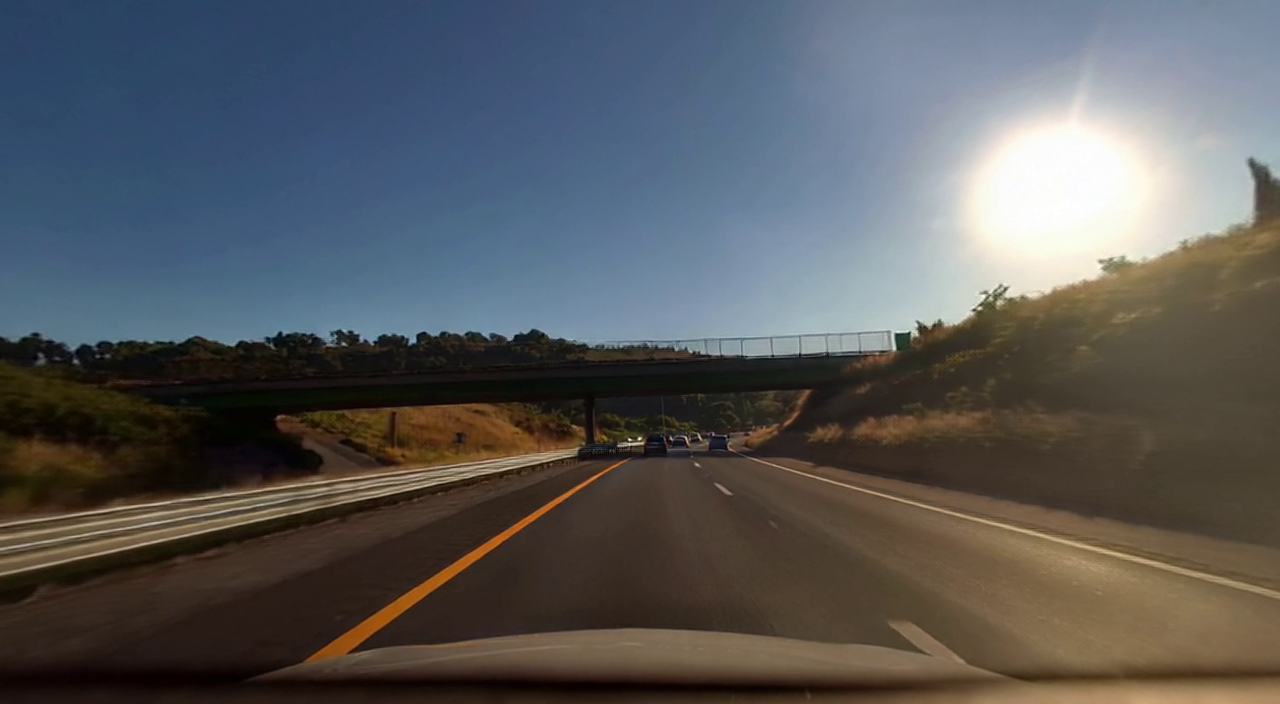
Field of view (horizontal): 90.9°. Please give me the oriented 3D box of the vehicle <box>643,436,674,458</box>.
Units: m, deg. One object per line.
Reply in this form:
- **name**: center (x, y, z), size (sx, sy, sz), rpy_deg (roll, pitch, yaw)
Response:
- **vehicle**: center (1.350, 6.766, 45.087), size (1.993, 1.461, 3.812), rpy_deg (-1, -8, 4)
